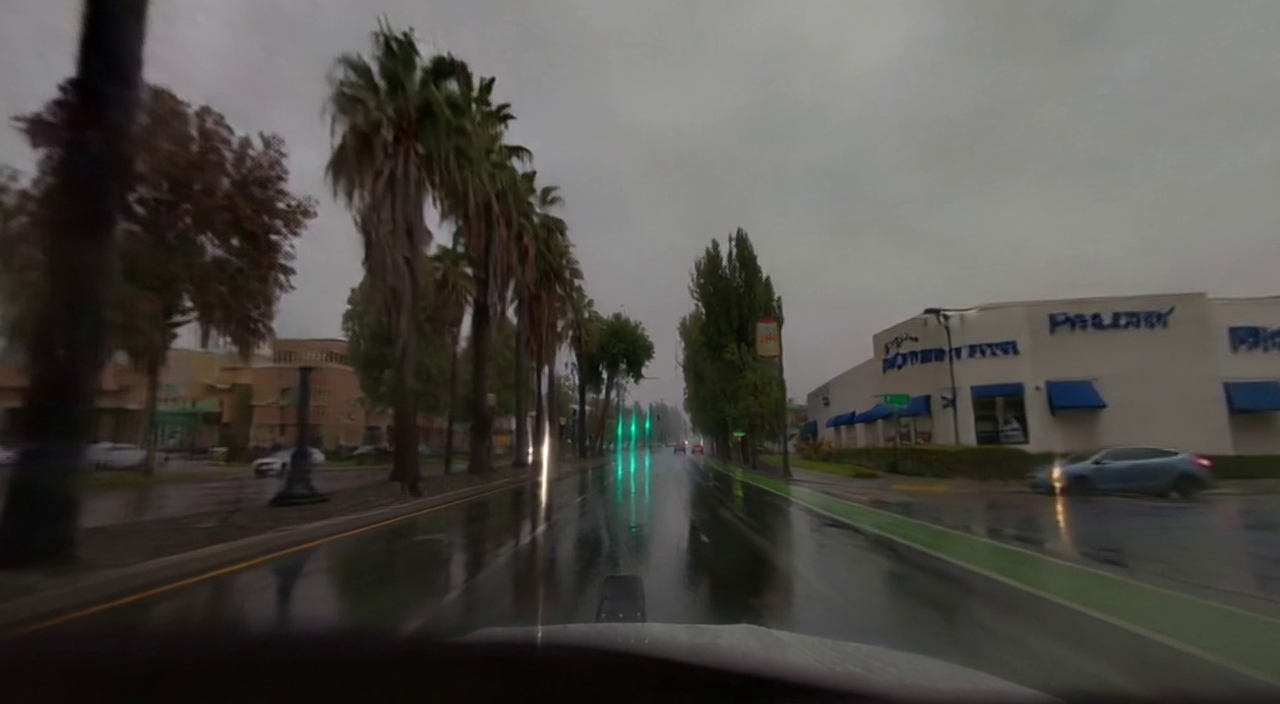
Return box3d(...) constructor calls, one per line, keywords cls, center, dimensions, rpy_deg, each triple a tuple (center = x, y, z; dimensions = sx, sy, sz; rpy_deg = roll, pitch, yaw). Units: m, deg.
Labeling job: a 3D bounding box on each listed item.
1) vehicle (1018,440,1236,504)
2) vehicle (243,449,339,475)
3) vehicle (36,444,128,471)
box3d(cls="vehicle", center=(14.099, 3.480, 18.698), dimensions=(4.601, 1.696, 1.977), rpy_deg=(-3, -9, 20))
box3d(cls="vehicle", center=(-22.205, 6.981, 40.440), dimensions=(5.136, 1.515, 1.964), rpy_deg=(4, -9, -24))
box3d(cls="vehicle", center=(-36.505, 6.896, 41.412), dimensions=(4.171, 1.682, 1.981), rpy_deg=(-1, -8, 3))
